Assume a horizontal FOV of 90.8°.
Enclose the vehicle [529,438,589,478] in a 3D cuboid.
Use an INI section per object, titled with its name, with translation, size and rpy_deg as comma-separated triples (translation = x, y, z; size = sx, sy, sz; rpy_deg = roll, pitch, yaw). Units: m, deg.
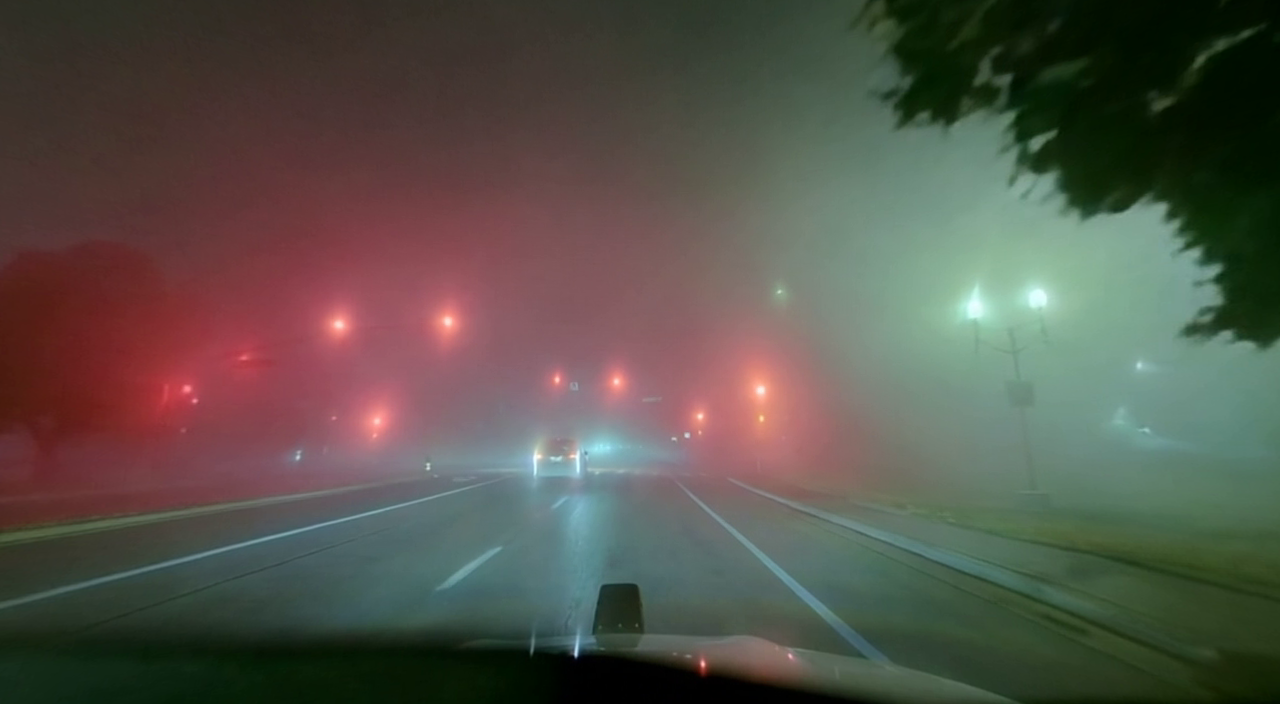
[vehicle]
translation = -3.465, 4.629, 27.862
size = 2.076, 1.599, 4.483
rpy_deg = 0, -9, 0
